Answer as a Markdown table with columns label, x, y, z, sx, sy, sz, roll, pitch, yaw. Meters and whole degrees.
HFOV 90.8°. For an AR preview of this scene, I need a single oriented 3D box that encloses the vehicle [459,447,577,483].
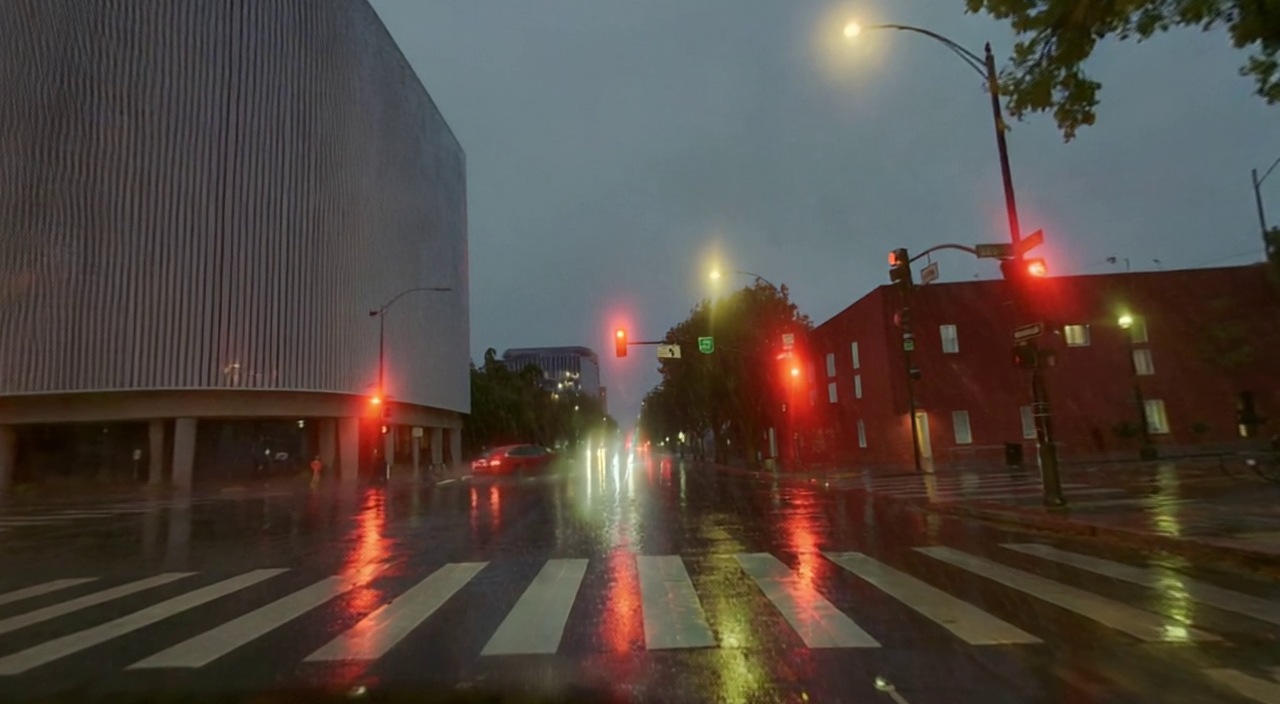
| label | x | y | z | sx | sy | sz | roll | pitch | yaw |
| --- | --- | --- | --- | --- | --- | --- | --- | --- | --- |
| vehicle | -5.342 | 4.973 | 28.199 | 2.088 | 1.452 | 4.833 | -8 | -12 | 43 |
